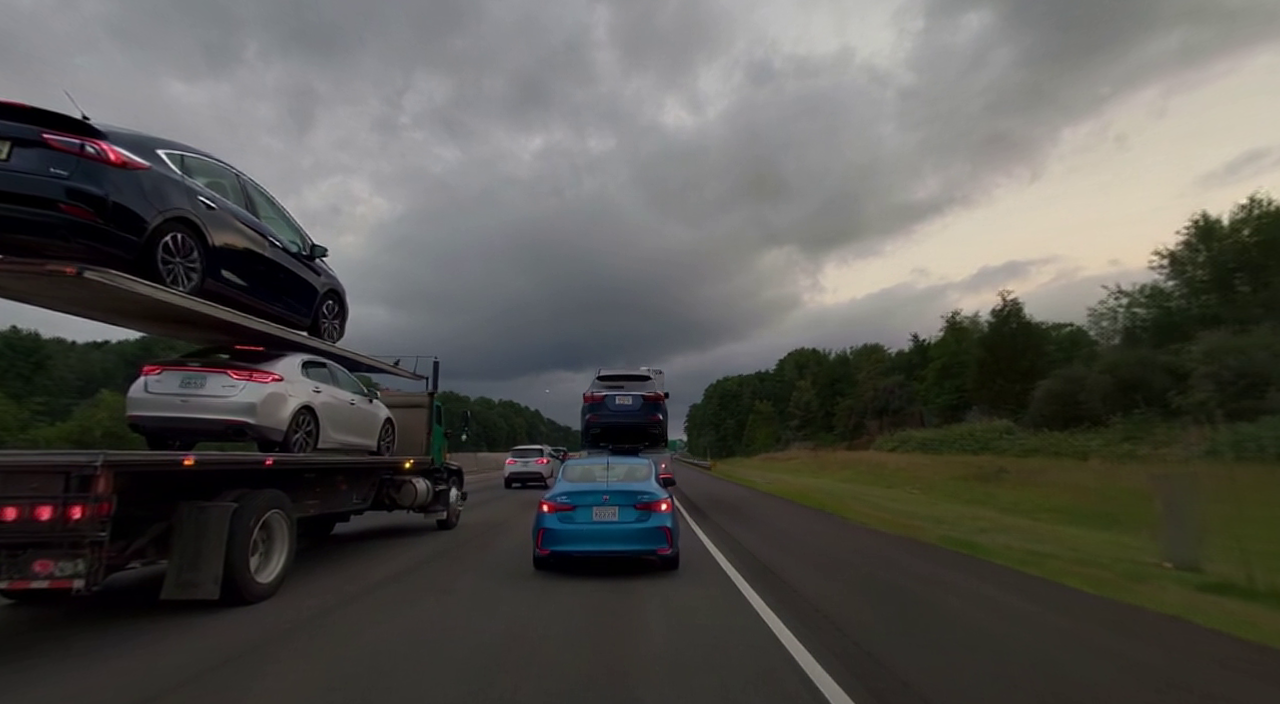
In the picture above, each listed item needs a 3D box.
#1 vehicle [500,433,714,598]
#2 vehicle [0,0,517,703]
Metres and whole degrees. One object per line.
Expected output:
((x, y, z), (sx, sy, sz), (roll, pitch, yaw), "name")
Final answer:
((-0.328, 1.793, 7.657), (1.991, 1.507, 3.391), (0, -9, -1), "vehicle")
((-4.631, 0.748, 9.307), (2.836, 4.059, 14.286), (0, -9, 0), "vehicle")
